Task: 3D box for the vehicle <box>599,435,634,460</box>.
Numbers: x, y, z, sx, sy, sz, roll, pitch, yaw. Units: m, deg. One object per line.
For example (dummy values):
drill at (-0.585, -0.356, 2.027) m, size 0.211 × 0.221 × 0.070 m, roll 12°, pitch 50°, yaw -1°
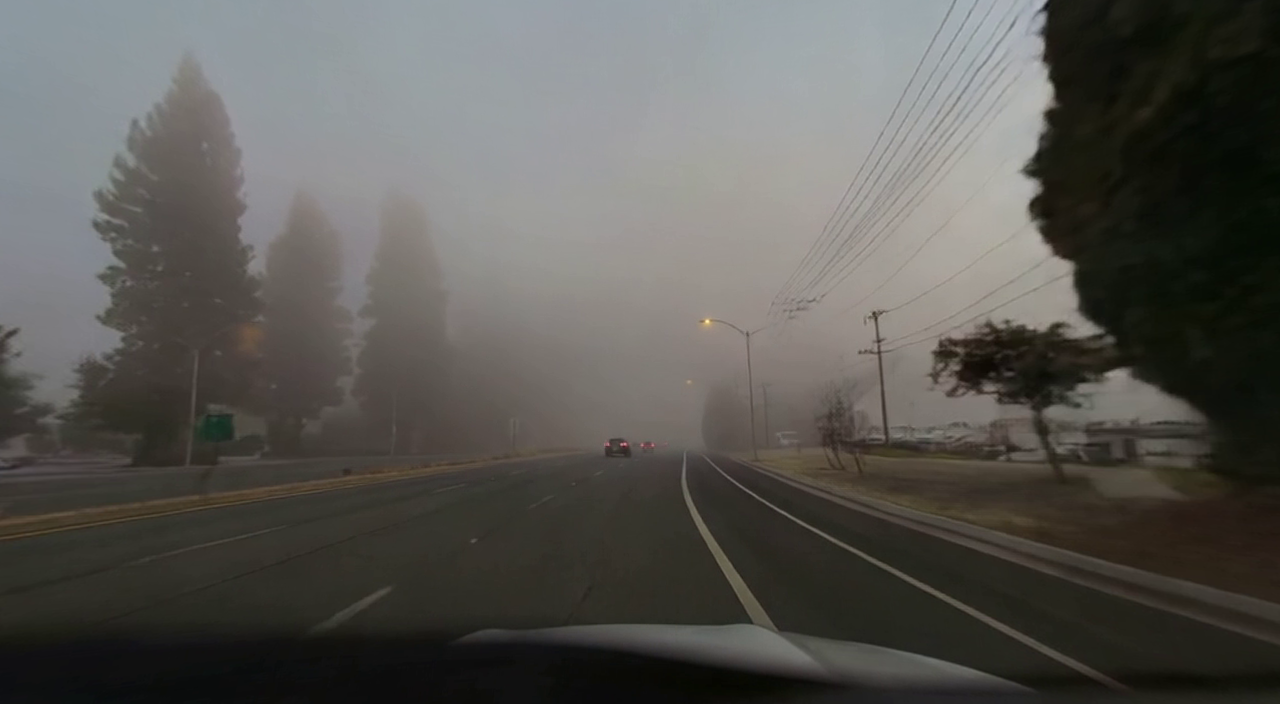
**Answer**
vehicle at (-1.598, 6.750, 44.724) m, size 2.121 × 1.654 × 3.993 m, roll -1°, pitch -8°, yaw 4°
